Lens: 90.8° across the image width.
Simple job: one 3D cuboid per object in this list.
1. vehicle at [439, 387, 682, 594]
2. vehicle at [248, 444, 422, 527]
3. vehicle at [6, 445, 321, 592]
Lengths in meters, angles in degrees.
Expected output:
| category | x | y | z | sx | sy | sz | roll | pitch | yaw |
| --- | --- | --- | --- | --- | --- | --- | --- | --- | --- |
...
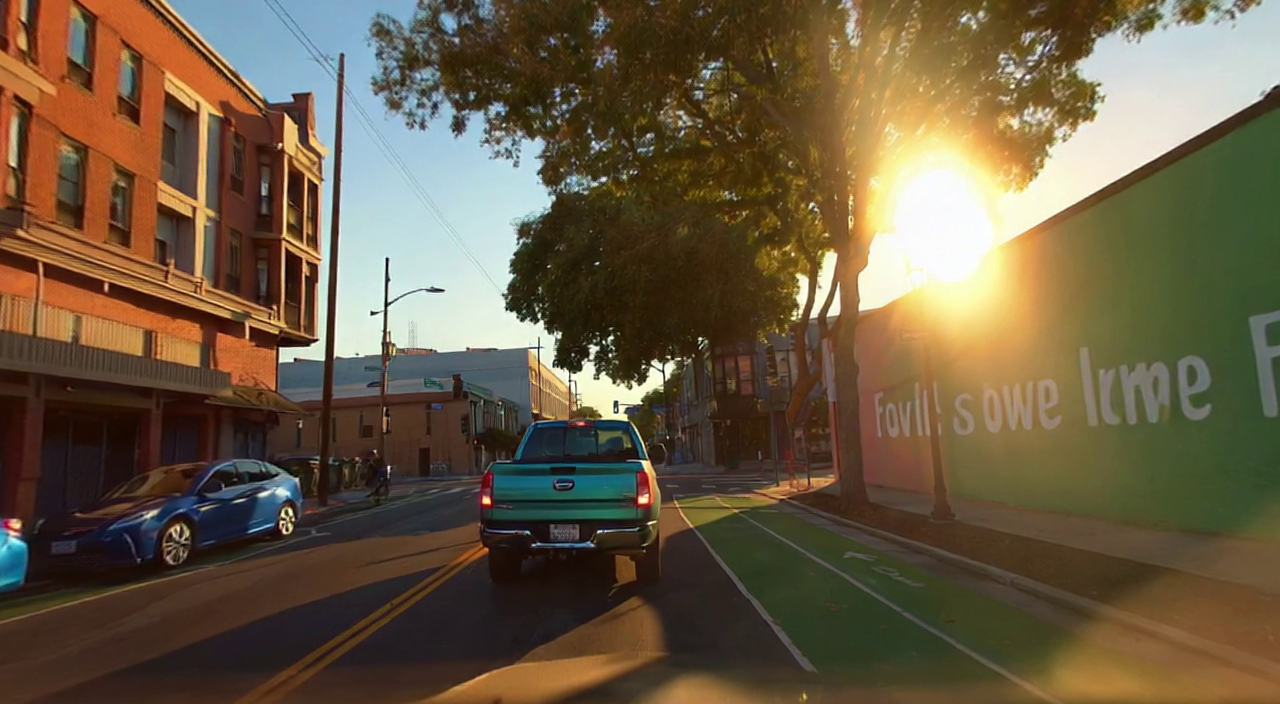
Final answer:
| category | x | y | z | sx | sy | sz | roll | pitch | yaw |
| --- | --- | --- | --- | --- | --- | --- | --- | --- | --- |
| vehicle | -0.697 | 1.604 | 8.161 | 2.215 | 1.882 | 4.611 | 0 | -8 | 1 |
| vehicle | -7.392 | 3.222 | 16.063 | 1.884 | 1.730 | 5.076 | 0 | -8 | 0 |
| vehicle | -7.238 | 2.457 | 10.373 | 1.882 | 1.686 | 4.489 | -4 | -8 | -3 |
